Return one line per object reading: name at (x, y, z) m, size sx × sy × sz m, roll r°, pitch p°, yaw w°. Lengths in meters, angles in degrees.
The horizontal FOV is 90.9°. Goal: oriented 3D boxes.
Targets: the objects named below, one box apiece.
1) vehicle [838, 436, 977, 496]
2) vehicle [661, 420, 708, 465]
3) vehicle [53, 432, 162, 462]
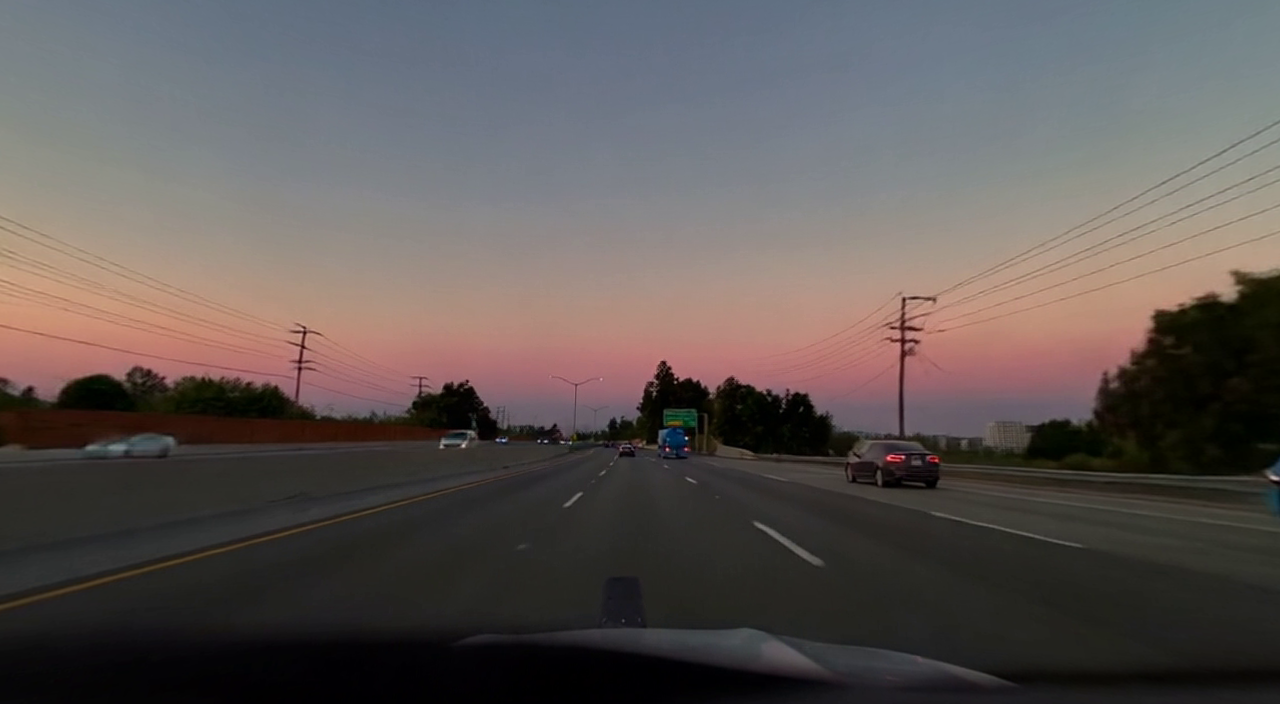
vehicle at (7.480, 3.209, 18.232) m, size 1.905 × 1.480 × 4.624 m, roll 0°, pitch -8°, yaw -1°
vehicle at (3.293, 6.972, 48.586) m, size 2.791 × 3.179 × 8.074 m, roll 0°, pitch -8°, yaw -2°
vehicle at (-28.596, 5.139, 34.089) m, size 2.081 × 1.495 × 4.420 m, roll 0°, pitch -8°, yaw -1°
